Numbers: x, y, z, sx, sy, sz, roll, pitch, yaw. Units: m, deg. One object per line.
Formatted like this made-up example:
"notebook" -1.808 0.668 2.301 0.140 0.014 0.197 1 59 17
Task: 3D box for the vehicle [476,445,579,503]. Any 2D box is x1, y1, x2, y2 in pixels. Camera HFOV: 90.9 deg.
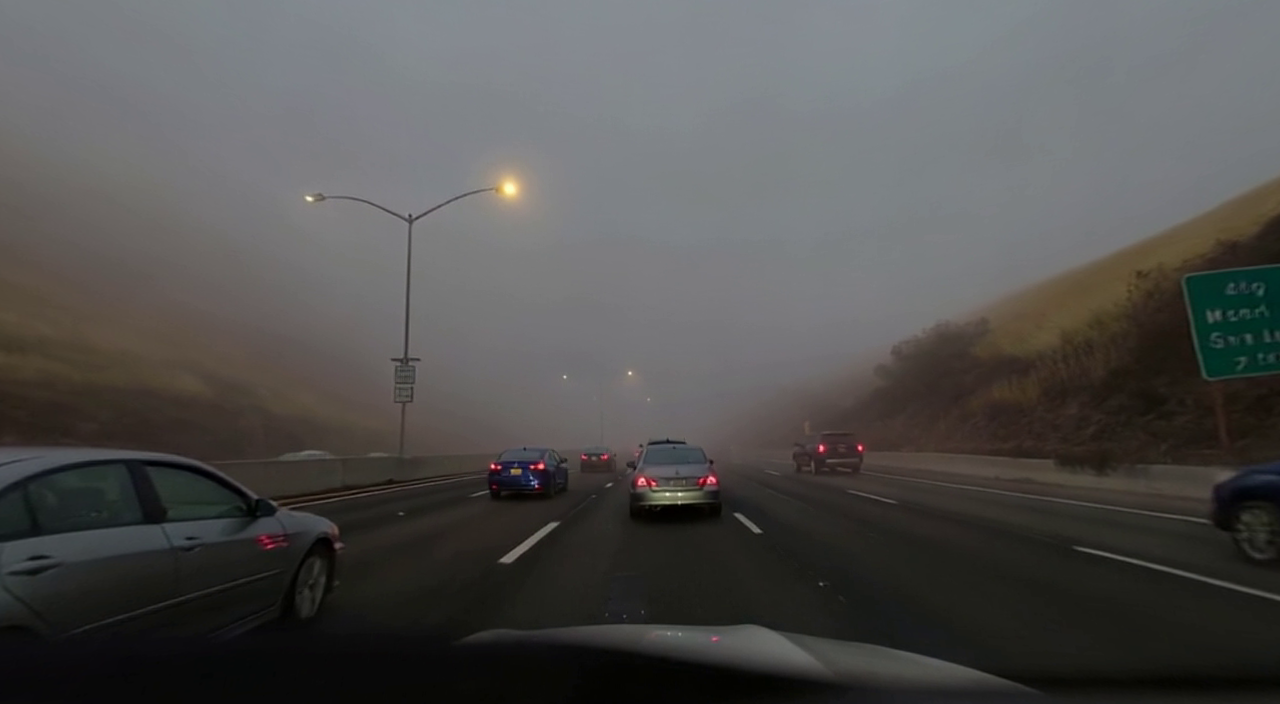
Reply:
"vehicle" -3.063 3.419 18.249 2.017 1.446 4.384 -1 -8 2

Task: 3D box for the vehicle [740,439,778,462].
"vehicle" 8.865 7.371 47.397 2.032 1.580 4.928 -1 -8 2

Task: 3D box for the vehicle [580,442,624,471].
"vehicle" -2.160 6.081 36.915 2.034 1.572 4.444 -1 -8 3

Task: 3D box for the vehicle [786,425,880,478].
"vehicle" 7.386 3.893 24.773 2.210 1.831 4.843 -1 -8 1

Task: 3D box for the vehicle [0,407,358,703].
"vehicle" -3.439 1.087 3.113 2.033 1.513 4.333 -1 -8 1

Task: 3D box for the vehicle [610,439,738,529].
"vehicle" 0.613 2.446 12.278 2.072 1.431 3.904 -1 -8 2
